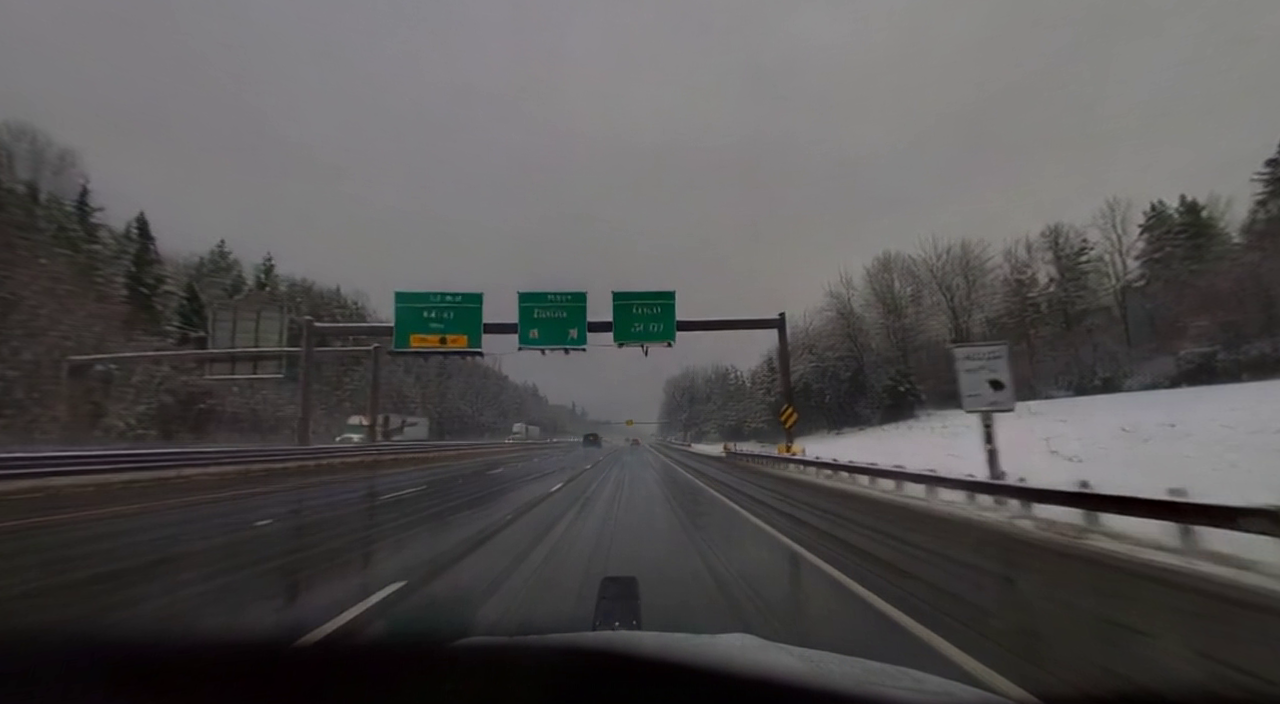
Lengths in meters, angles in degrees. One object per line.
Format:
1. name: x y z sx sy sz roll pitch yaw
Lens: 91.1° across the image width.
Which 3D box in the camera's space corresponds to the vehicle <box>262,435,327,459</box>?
1. vehicle: -23.993 6.591 43.853 1.881 1.546 4.419 0 -8 2
